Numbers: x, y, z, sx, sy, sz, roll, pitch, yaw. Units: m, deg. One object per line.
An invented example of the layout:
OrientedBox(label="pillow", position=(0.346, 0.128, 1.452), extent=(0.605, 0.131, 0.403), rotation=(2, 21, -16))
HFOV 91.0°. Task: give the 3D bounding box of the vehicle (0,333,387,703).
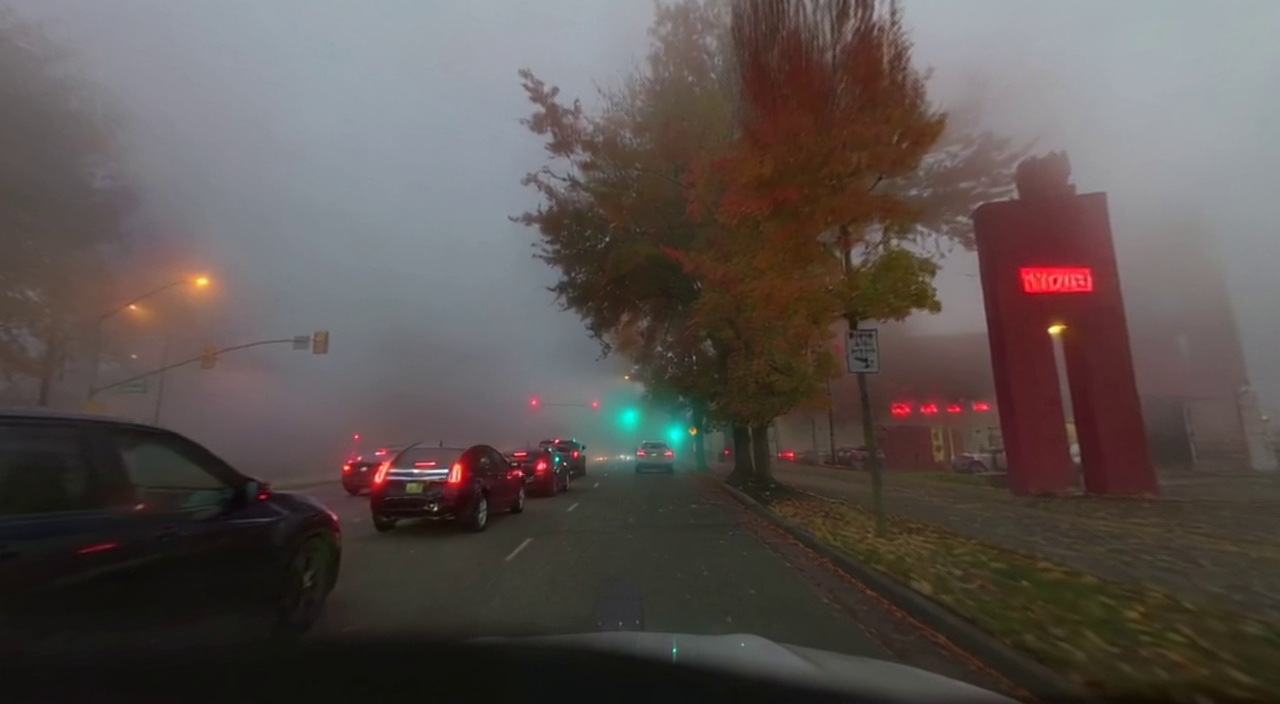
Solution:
OrientedBox(label="vehicle", position=(-3.119, 0.865, 2.613), extent=(2.165, 1.663, 4.513), rotation=(0, -9, 1))

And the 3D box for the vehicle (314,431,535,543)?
OrientedBox(label="vehicle", position=(-3.390, 2.232, 11.160), extent=(2.090, 1.506, 4.823), rotation=(0, -9, 1))

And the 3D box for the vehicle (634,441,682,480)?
OrientedBox(label="vehicle", position=(0.793, 5.167, 30.178), extent=(2.144, 1.704, 4.028), rotation=(0, -9, 0))
